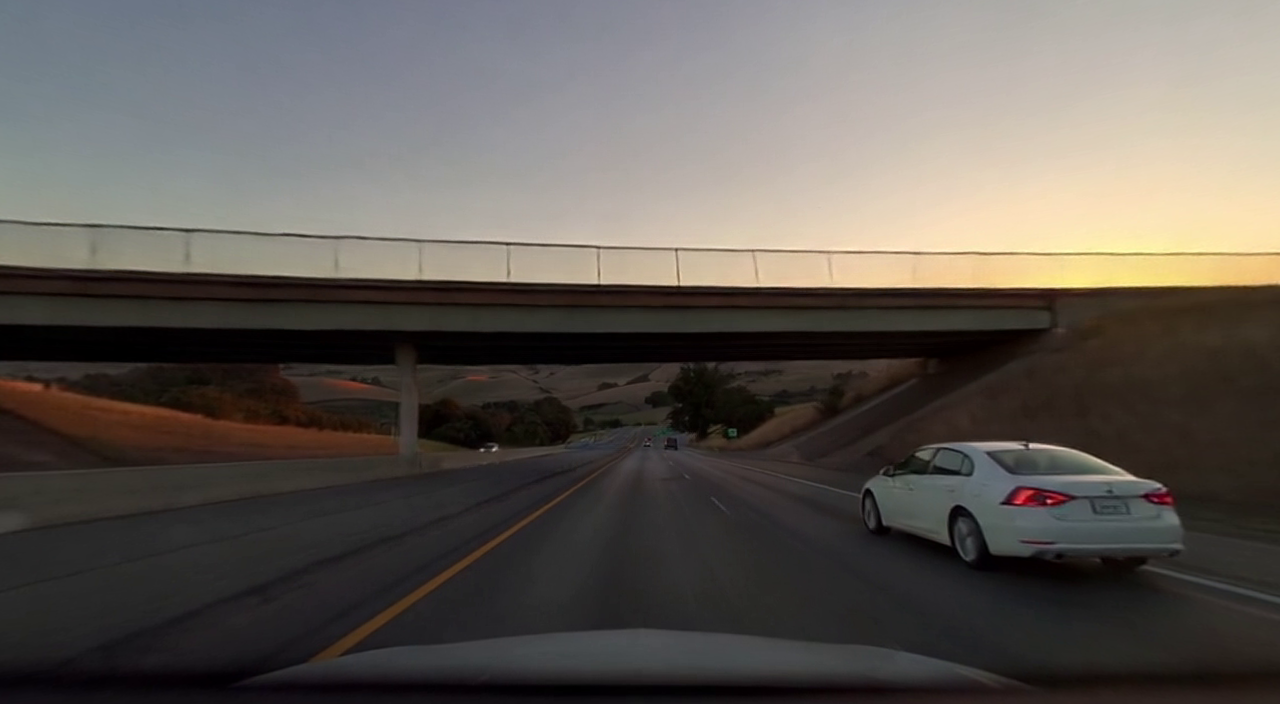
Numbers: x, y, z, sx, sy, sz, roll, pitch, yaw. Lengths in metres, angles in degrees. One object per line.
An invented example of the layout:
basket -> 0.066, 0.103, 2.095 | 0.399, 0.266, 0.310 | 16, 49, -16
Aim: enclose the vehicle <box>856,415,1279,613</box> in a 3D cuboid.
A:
vehicle -> 4.370, 1.584, 7.253 | 2.027, 1.487, 4.718 | 0, -8, -1
